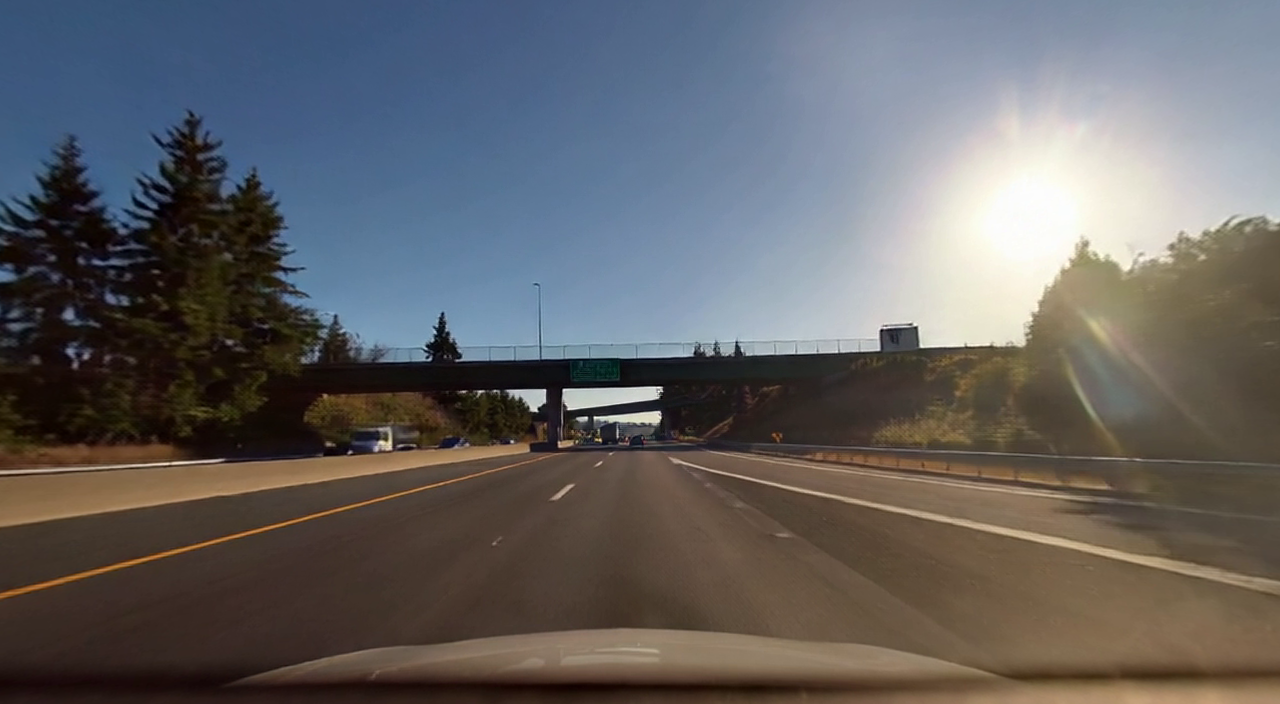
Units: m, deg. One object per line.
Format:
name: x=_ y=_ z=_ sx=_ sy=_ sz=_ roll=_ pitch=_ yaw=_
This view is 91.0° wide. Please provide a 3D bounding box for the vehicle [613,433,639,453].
vehicle: x=-1.161 y=7.180 z=49.711 sx=1.952 sy=1.438 sz=3.702 roll=0 pitch=-8 yaw=-3
